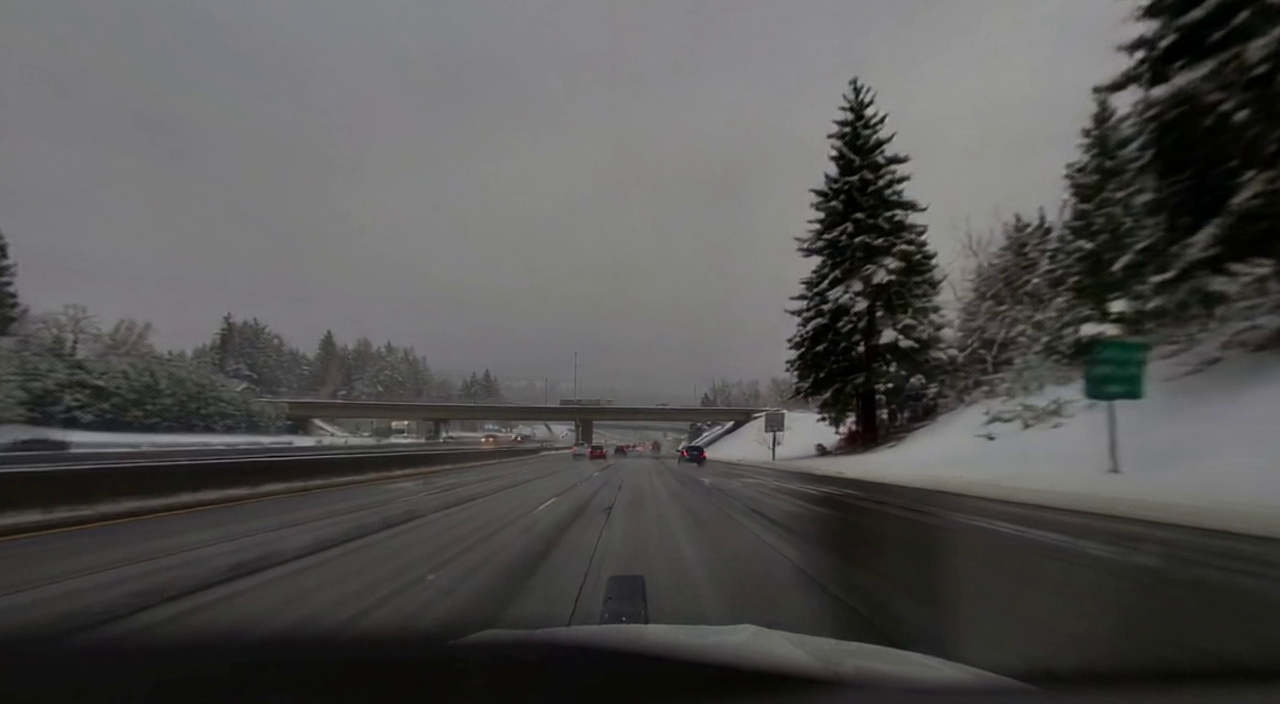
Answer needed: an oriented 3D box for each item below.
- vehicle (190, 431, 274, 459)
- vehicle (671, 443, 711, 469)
[{"bbox_3d":[-25.938,5.931,40.332,2.070,1.648,4.869,0,-8,2],"label":"vehicle"},{"bbox_3d":[3.095,6.457,39.354,2.059,1.509,4.670,0,-8,0],"label":"vehicle"}]
